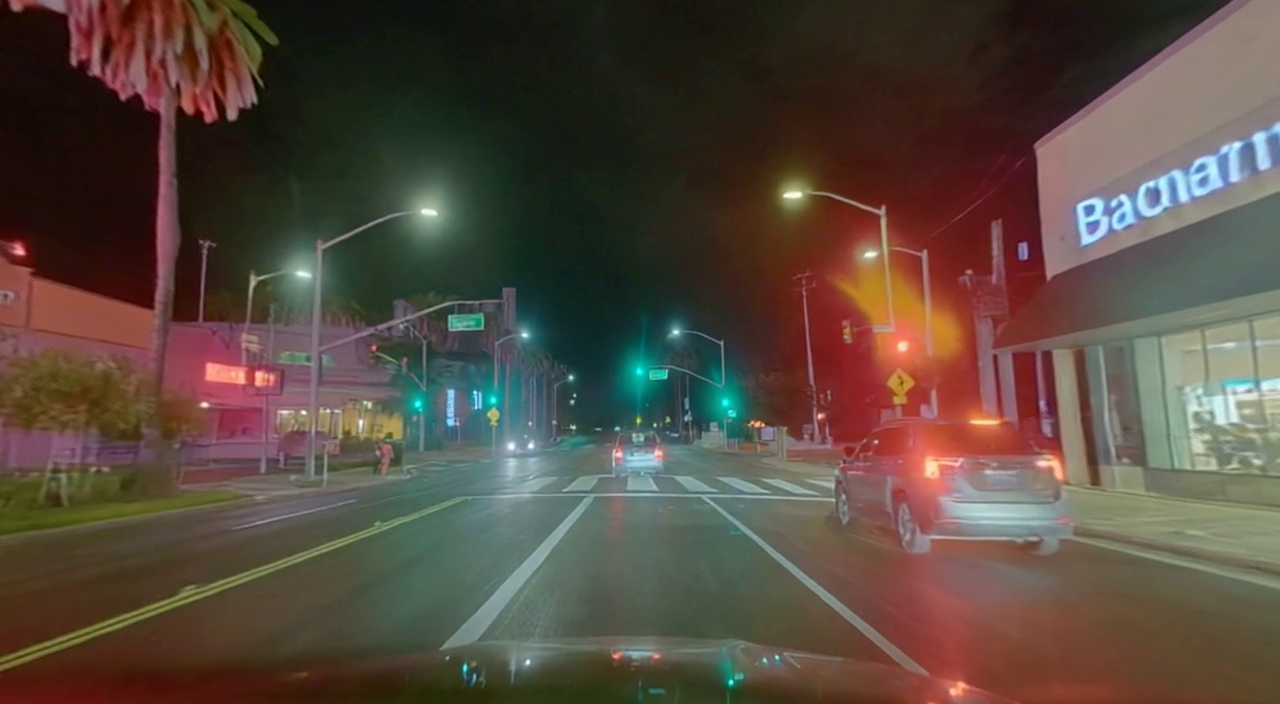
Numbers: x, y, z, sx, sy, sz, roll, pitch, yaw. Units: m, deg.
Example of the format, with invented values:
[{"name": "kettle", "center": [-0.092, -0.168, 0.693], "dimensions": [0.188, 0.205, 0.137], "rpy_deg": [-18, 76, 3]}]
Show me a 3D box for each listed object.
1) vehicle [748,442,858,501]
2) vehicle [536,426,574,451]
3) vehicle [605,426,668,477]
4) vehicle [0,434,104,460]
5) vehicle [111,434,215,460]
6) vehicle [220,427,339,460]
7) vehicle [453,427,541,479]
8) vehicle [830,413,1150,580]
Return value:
[{"name": "vehicle", "center": [4.416, 3.289, 17.920], "dimensions": [1.963, 1.449, 4.653], "rpy_deg": [0, -8, 1]}, {"name": "vehicle", "center": [-6.038, 6.216, 45.161], "dimensions": [2.040, 1.670, 4.508], "rpy_deg": [0, -8, 0]}, {"name": "vehicle", "center": [-0.165, 3.908, 24.947], "dimensions": [2.264, 1.798, 4.531], "rpy_deg": [0, -8, -1]}, {"name": "vehicle", "center": [-35.573, 5.741, 38.127], "dimensions": [4.643, 1.464, 2.125], "rpy_deg": [-1, -8, 4]}, {"name": "vehicle", "center": [-28.422, 5.660, 37.728], "dimensions": [4.734, 1.416, 2.083], "rpy_deg": [-1, -7, 6]}, {"name": "vehicle", "center": [-20.815, 5.305, 36.585], "dimensions": [5.674, 1.804, 2.190], "rpy_deg": [-1, -8, 6]}, {"name": "vehicle", "center": [-5.522, 3.987, 25.161], "dimensions": [2.324, 1.808, 4.946], "rpy_deg": [0, -8, 0]}, {"name": "vehicle", "center": [4.325, 1.839, 8.894], "dimensions": [2.070, 1.711, 4.480], "rpy_deg": [-1, -8, 3]}]
